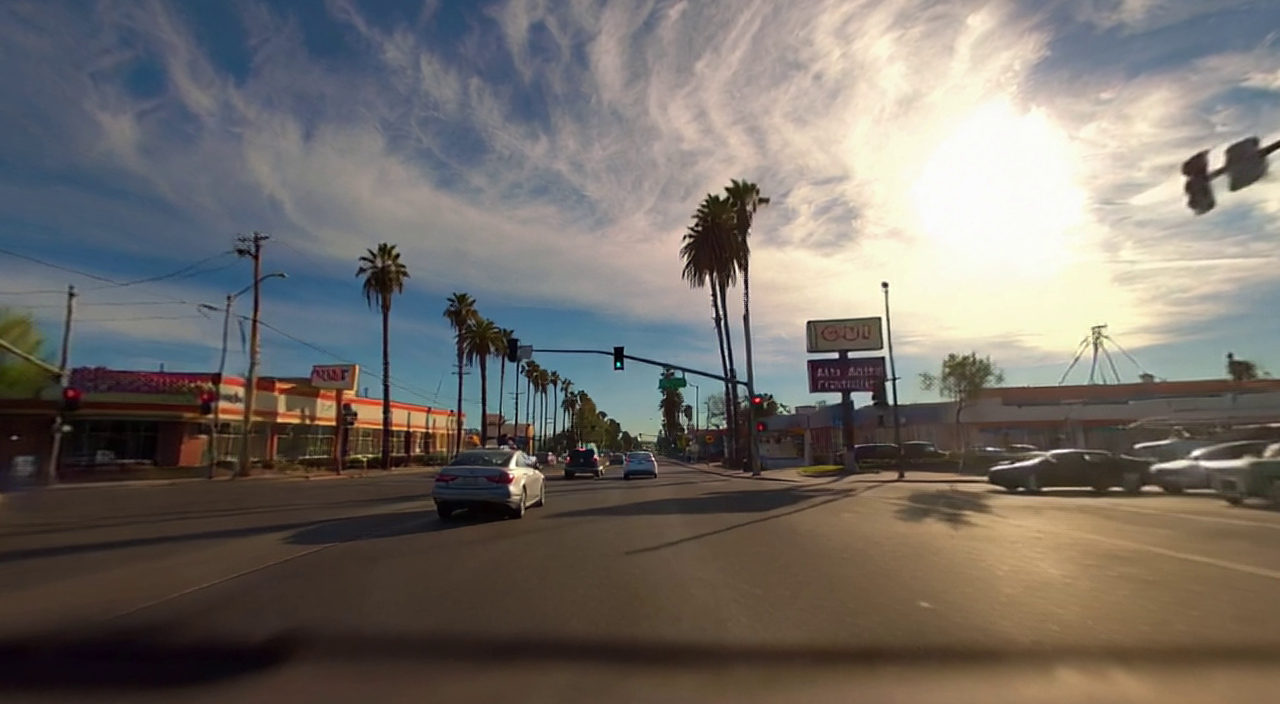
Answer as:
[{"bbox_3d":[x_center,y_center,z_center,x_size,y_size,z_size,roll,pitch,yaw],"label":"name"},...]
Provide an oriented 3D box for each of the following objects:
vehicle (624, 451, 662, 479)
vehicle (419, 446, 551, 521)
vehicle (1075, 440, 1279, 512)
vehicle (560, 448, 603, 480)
[{"bbox_3d":[0.182,6.617,36.940,2.094,1.496,4.070,0,-9,0],"label":"vehicle"},{"bbox_3d":[-3.494,3.030,15.100,1.904,1.513,4.410,0,-9,2],"label":"vehicle"},{"bbox_3d":[13.095,2.812,14.485,4.532,1.504,2.087,0,-9,0],"label":"vehicle"},{"bbox_3d":[-3.251,6.301,35.542,1.979,1.634,3.957,0,-9,1],"label":"vehicle"}]
